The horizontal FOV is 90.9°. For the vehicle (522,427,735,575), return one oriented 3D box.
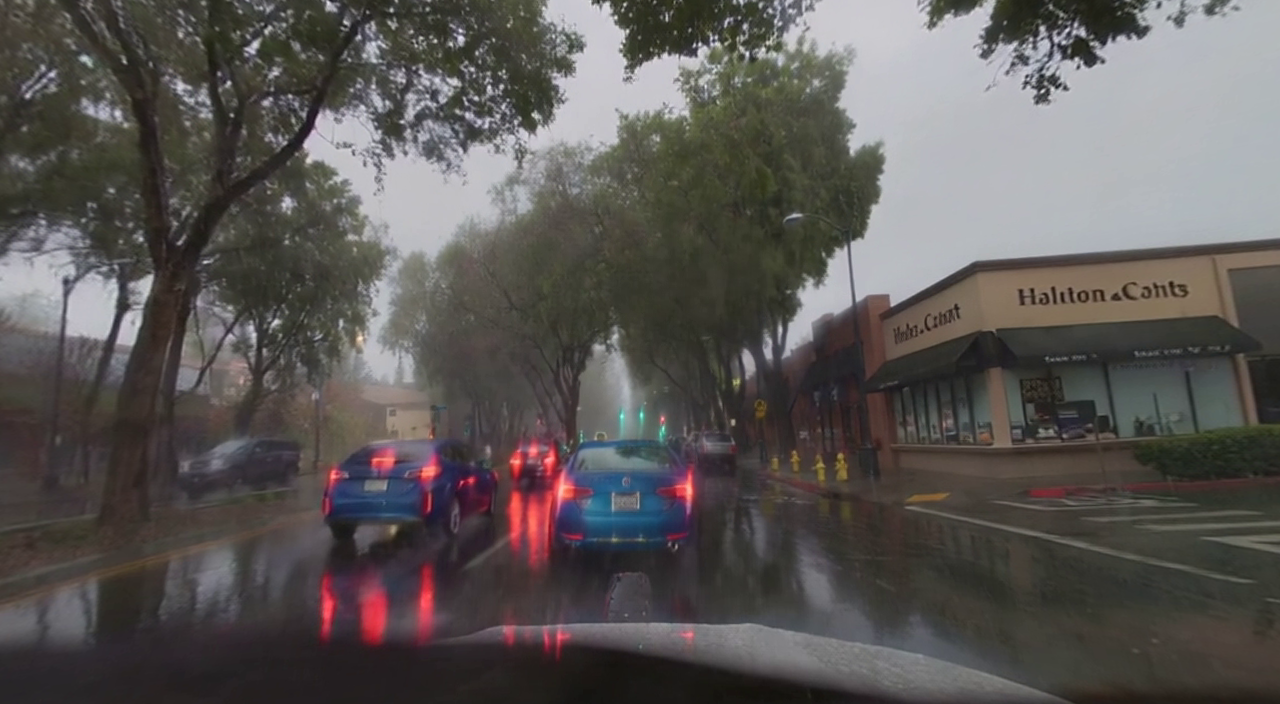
[{"bbox_3d":[-0.110,1.824,8.499,2.160,1.482,4.037,0,-9,0],"label":"vehicle"}]

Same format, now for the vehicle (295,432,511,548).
[{"bbox_3d":[-3.463,2.087,10.174,1.905,1.473,4.016,0,-9,0],"label":"vehicle"}]

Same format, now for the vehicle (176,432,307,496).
[{"bbox_3d":[-19.156,5.371,30.806,2.286,2.777,5.926,-1,-9,2],"label":"vehicle"}]
